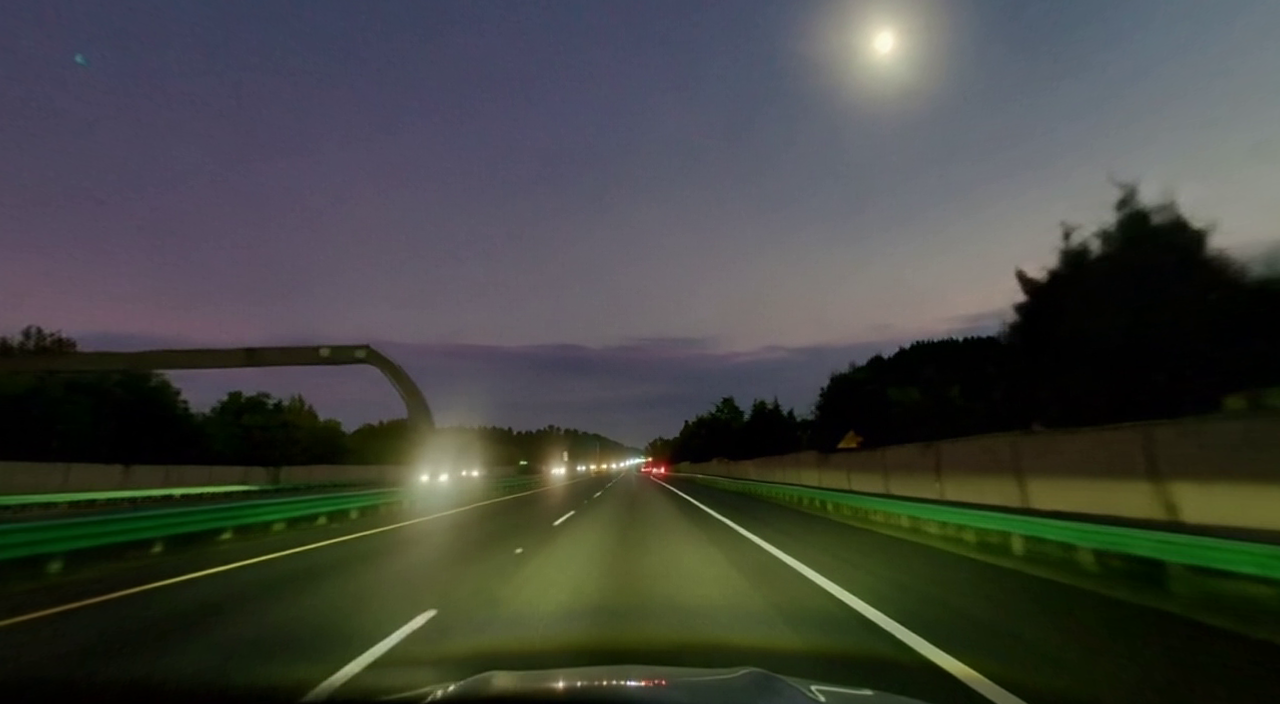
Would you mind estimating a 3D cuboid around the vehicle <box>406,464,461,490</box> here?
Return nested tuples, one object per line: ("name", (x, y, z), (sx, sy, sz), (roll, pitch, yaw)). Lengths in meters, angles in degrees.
("vehicle", (-12.863, 7.820, 39.468), (1.942, 1.462, 4.503), (1, -10, -1))
